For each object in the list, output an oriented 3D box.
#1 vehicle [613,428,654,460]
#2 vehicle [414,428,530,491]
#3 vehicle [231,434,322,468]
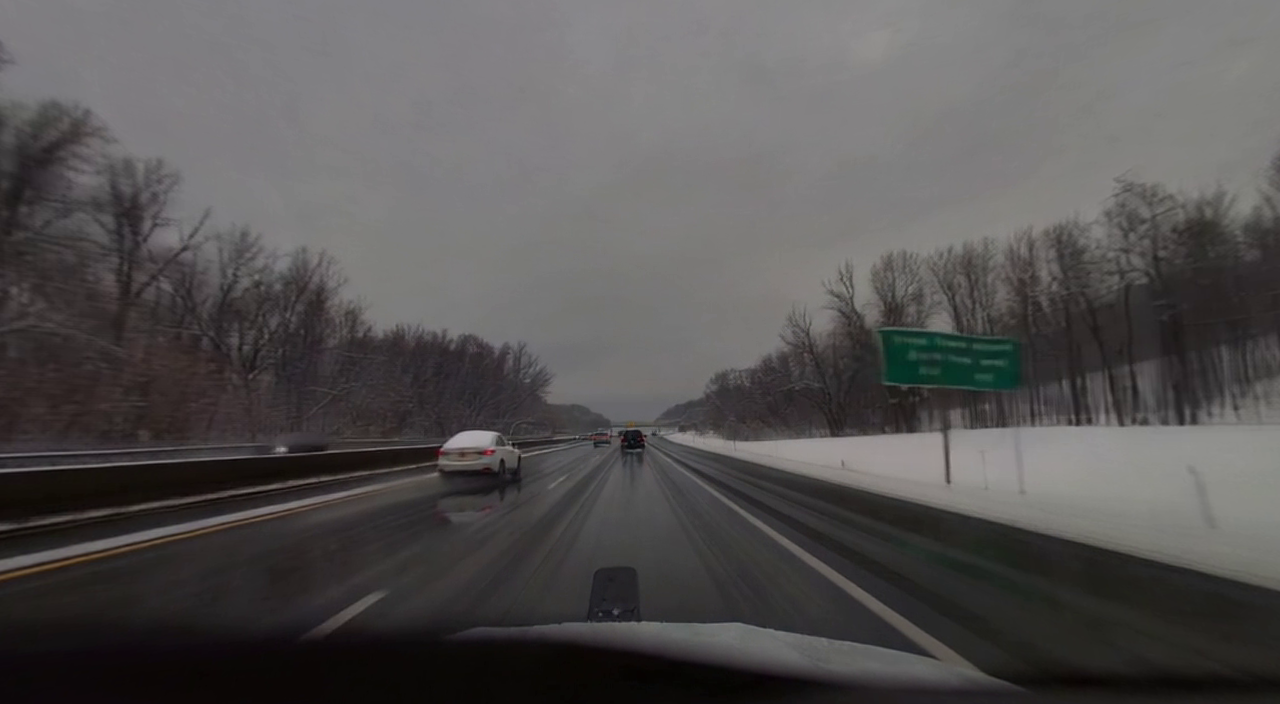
[{"bbox_3d":[-0.352,5.025,34.497,2.134,1.654,4.174,0,-8,-1],"label":"vehicle"},{"bbox_3d":[-4.420,2.883,17.330,2.030,1.491,4.046,0,-8,1],"label":"vehicle"},{"bbox_3d":[-17.490,4.764,30.568,1.865,1.505,4.337,0,-8,0],"label":"vehicle"}]
